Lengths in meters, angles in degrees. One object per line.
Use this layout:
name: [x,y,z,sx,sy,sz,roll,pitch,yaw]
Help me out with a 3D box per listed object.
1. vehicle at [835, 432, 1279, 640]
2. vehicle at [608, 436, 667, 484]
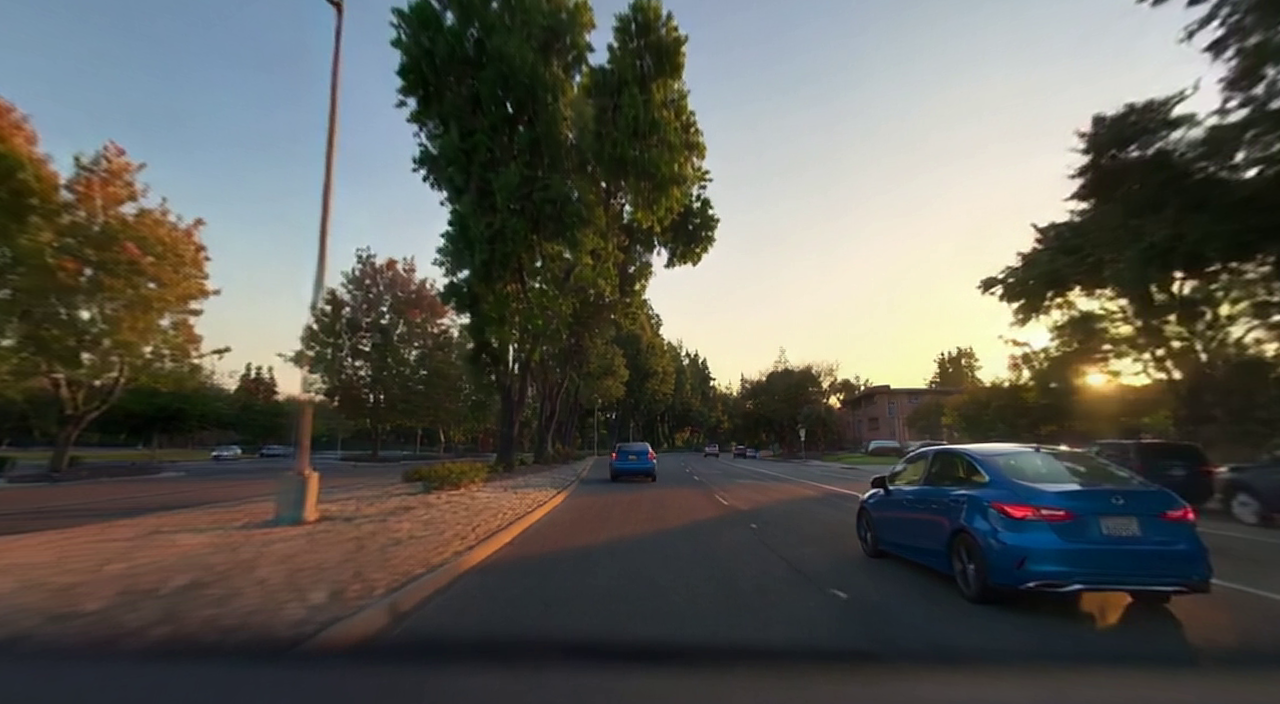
vehicle: [3.750,1.605,6.639,1.918,1.418,4.360,0,-8,-1]
vehicle: [-0.179,4.137,24.542,2.085,1.693,4.301,0,-8,-2]
